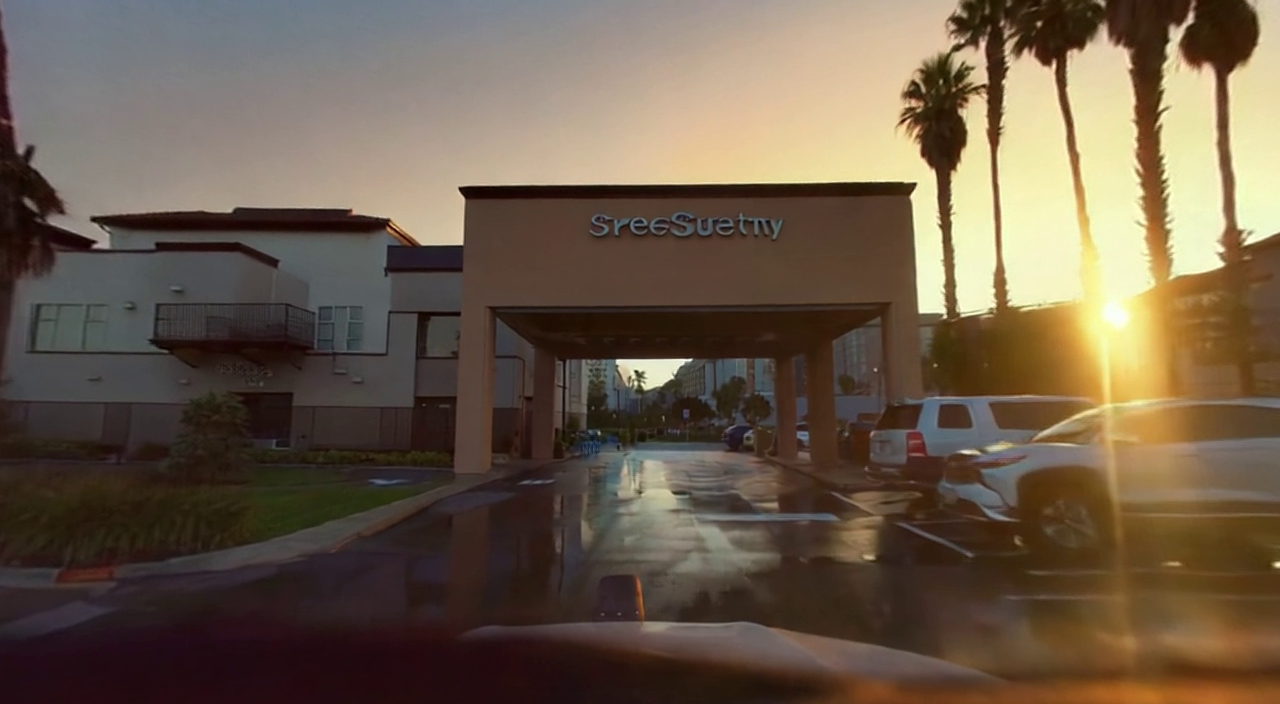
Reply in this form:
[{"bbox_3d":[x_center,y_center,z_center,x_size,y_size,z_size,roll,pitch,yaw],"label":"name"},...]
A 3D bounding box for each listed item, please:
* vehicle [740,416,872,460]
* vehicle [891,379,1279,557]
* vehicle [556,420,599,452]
[{"bbox_3d":[6.987,3.701,27.132,5.254,1.793,1.998,-1,-8,8],"label":"vehicle"},{"bbox_3d":[5.571,1.268,7.181,4.567,1.723,1.926,0,-8,4],"label":"vehicle"},{"bbox_3d":[-4.045,5.519,41.619,1.943,1.890,4.472,2,-6,6],"label":"vehicle"}]
